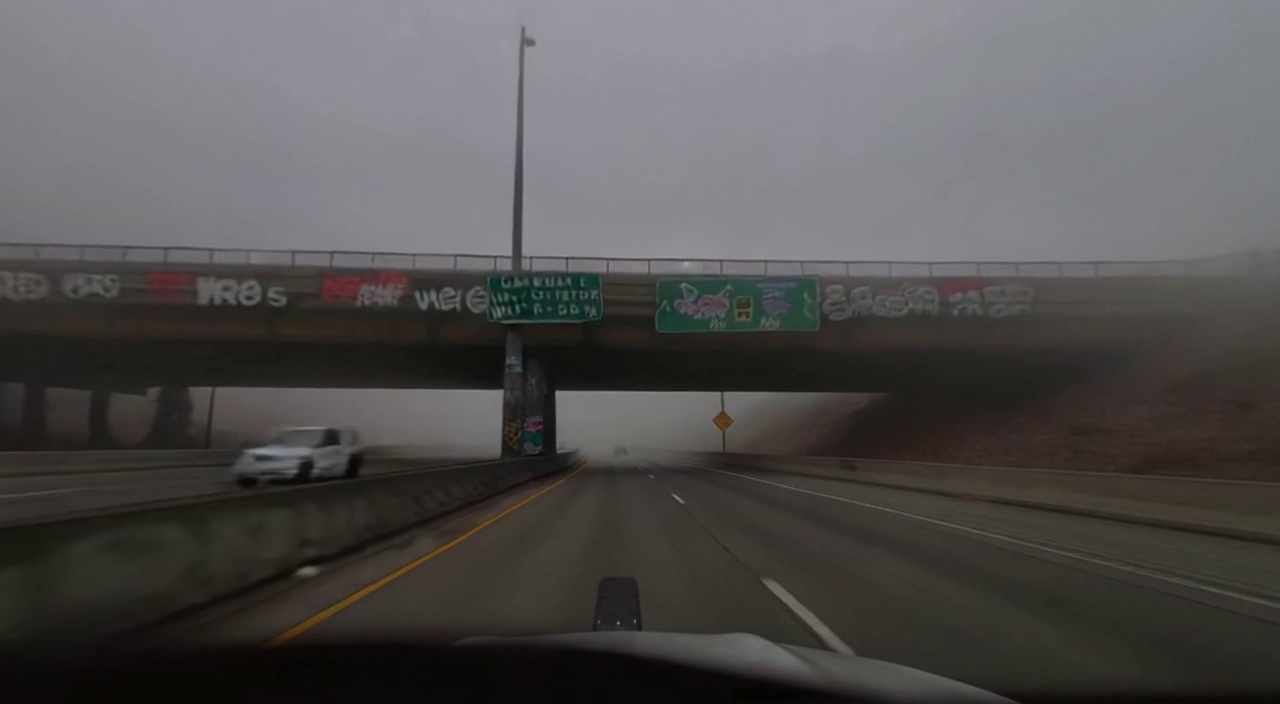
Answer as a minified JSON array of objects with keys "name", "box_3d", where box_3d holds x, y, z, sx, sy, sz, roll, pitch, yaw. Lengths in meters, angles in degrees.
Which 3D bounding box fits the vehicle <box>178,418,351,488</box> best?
[{"name":"vehicle","box_3d":[-9.469,2.609,16.304,1.931,1.553,4.205,0,-9,-1]}]
